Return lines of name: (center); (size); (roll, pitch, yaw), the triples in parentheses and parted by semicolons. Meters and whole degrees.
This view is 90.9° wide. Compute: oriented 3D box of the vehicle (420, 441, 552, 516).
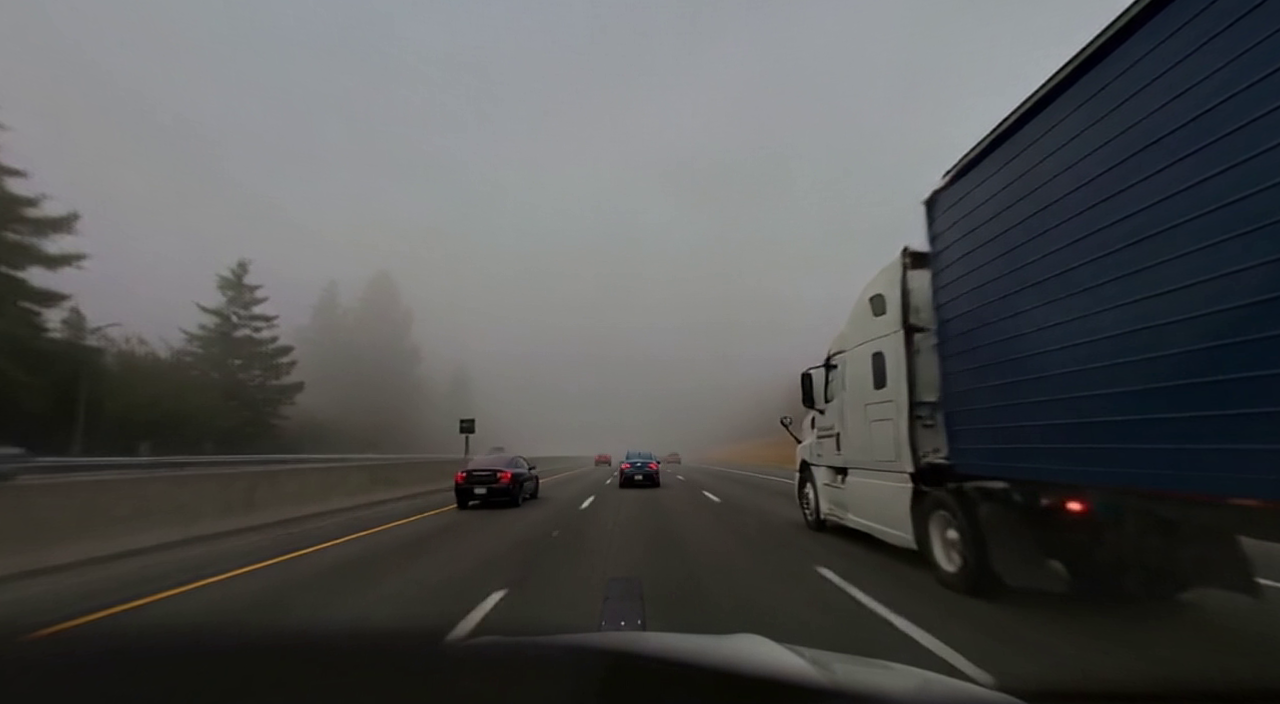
vehicle: (-3.604, 3.056, 15.725); (2.153, 1.581, 4.375); (0, -9, 0)

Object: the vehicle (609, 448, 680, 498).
vehicle: (0.088, 3.781, 20.036); (2.023, 1.400, 4.028); (0, -9, -1)

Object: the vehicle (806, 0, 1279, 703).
vehicle: (4.463, -0.103, 3.846); (2.905, 4.109, 14.332); (0, -9, 0)
